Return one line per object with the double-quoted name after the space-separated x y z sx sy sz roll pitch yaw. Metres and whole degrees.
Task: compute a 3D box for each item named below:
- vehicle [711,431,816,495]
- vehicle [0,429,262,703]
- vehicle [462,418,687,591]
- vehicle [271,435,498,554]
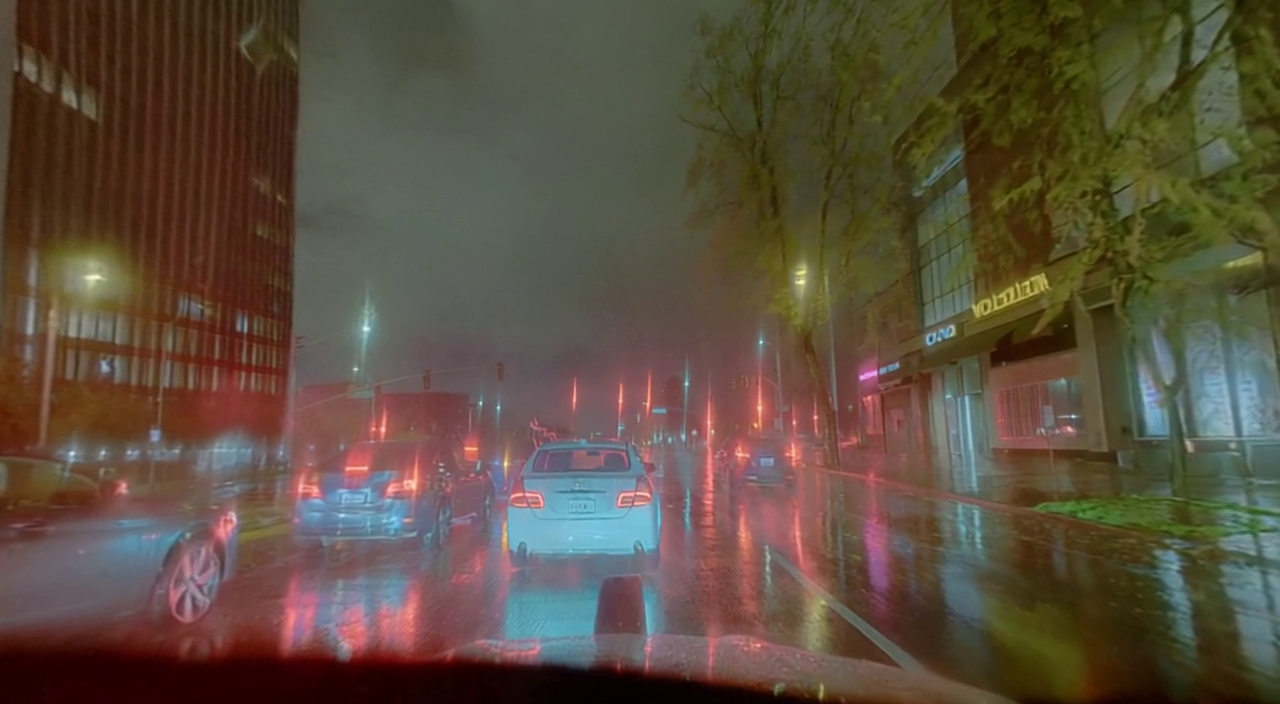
3.497 3.255 18.838 2.097 1.651 4.300 0 -9 -2 "vehicle"
-4.185 1.096 2.970 2.020 1.457 4.496 0 -9 0 "vehicle"
-0.633 1.689 7.792 2.042 1.555 3.912 0 -9 -1 "vehicle"
-3.735 2.135 10.194 1.950 1.487 4.130 0 -9 0 "vehicle"
